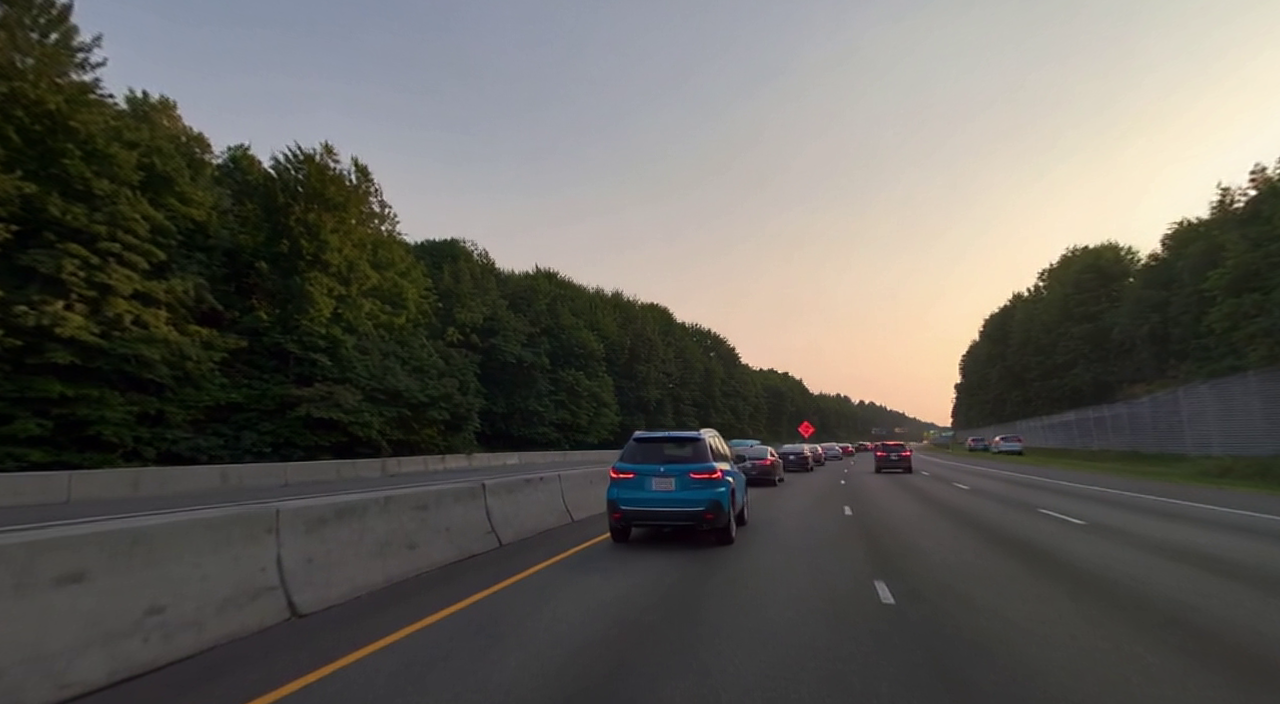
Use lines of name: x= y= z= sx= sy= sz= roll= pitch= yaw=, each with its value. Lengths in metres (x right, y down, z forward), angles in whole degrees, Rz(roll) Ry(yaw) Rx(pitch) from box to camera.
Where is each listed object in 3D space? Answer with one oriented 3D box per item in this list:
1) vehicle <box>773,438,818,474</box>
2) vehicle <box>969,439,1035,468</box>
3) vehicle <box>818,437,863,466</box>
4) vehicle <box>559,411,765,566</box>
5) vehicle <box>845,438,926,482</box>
vehicle: x=6.850 y=4.561 z=27.749 sx=1.755 sy=1.457 sz=3.686 roll=-2 pitch=-8 yaw=13
vehicle: x=20.093 y=5.615 z=35.153 sx=1.990 sy=1.478 sz=4.475 roll=-2 pitch=-8 yaw=14
vehicle: x=11.886 y=5.912 z=37.572 sx=1.857 sy=1.584 sz=3.976 roll=-1 pitch=-8 yaw=8
vehicle: x=0.584 y=1.780 z=9.005 sx=2.021 sy=1.635 sz=4.085 roll=-2 pitch=-9 yaw=15
vehicle: x=8.983 y=3.956 z=23.433 sx=1.962 sy=1.442 sz=4.536 roll=-2 pitch=-8 yaw=11
